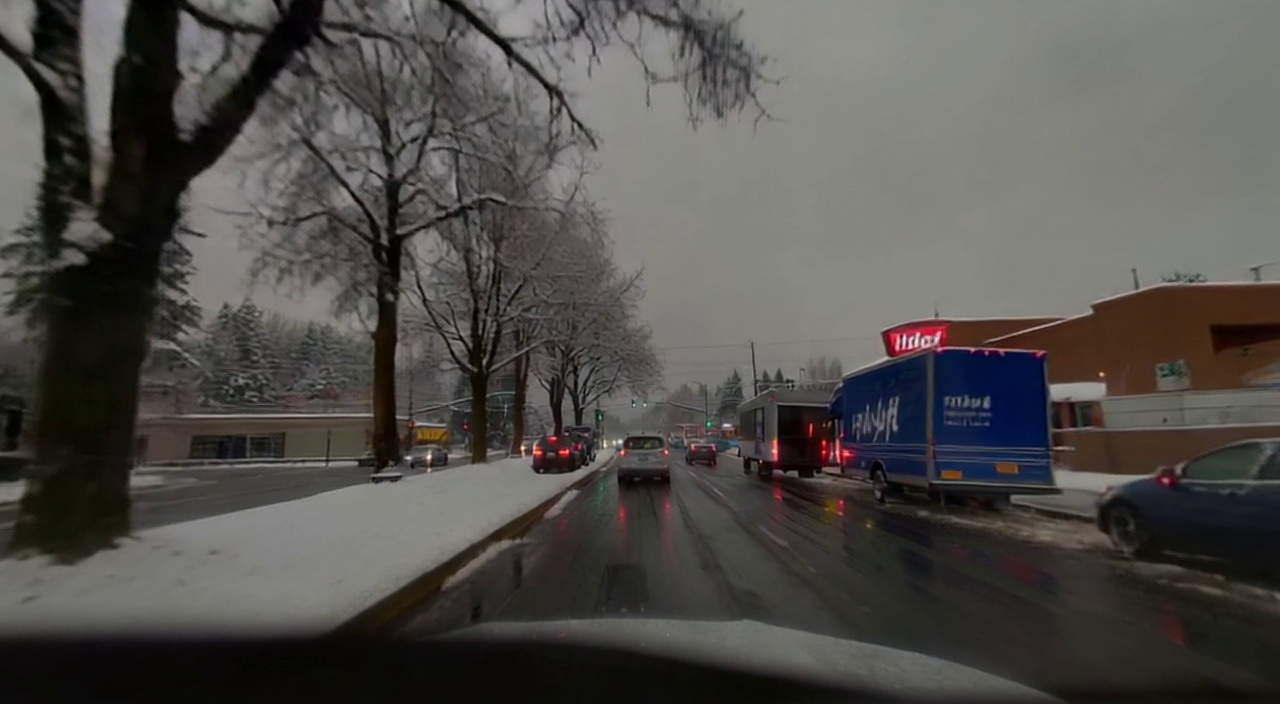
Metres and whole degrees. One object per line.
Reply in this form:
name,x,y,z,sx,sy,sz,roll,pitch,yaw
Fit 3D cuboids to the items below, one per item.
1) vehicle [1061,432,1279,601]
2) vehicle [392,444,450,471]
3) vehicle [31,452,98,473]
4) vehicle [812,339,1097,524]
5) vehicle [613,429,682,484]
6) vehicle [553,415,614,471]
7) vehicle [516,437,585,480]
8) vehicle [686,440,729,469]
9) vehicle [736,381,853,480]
vehicle,6.625,1.529,6.126,1.980,1.473,4.537,-1,-9,1
vehicle,-13.636,6.563,39.504,1.928,1.497,4.446,-1,-7,2
vehicle,-41.422,7.937,45.484,1.795,1.416,4.294,2,-9,-16
vehicle,6.784,2.010,15.481,2.891,3.361,7.843,0,-9,0
vehicle,0.276,3.640,22.151,2.209,1.718,4.008,-1,-9,1
vehicle,-3.009,5.150,35.610,2.715,2.791,7.171,-1,-9,1
vehicle,-3.373,4.107,24.588,2.008,1.500,4.369,-1,-9,1
vehicle,3.747,5.771,35.725,2.075,1.540,4.411,-1,-9,1
vehicle,6.950,3.928,30.347,2.816,3.804,10.315,-3,-9,0
